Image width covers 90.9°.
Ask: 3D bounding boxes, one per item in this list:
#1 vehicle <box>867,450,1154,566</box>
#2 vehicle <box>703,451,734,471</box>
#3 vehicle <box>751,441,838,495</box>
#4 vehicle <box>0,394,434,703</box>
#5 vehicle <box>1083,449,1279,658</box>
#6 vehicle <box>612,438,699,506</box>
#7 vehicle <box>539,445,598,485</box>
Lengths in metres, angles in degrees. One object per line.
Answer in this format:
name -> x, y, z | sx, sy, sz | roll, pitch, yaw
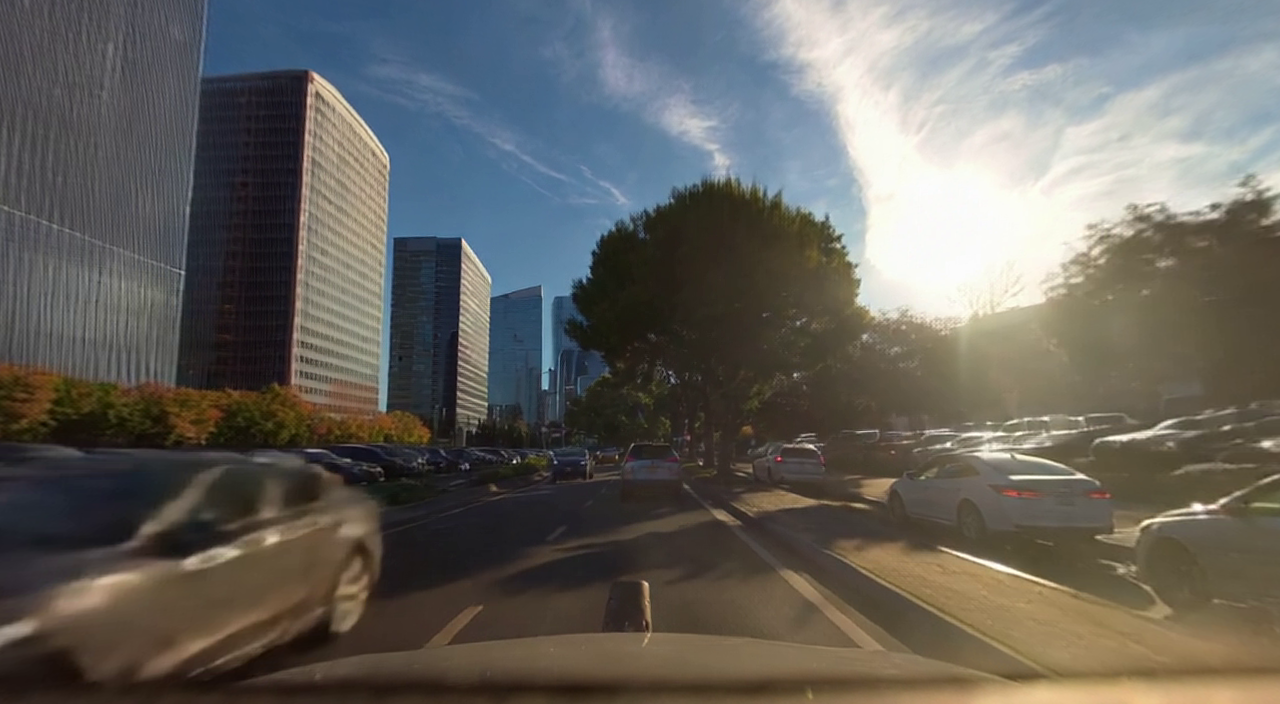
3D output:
vehicle -> 5.687, 2.396, 10.634 | 1.852, 1.452, 4.852 | 0, -9, -1
vehicle -> 6.145, 8.595, 49.853 | 1.885, 1.467, 4.546 | 0, -9, 0
vehicle -> 5.674, 4.313, 23.850 | 2.059, 1.813, 4.637 | 0, -9, -1
vehicle -> -2.820, 1.139, 3.406 | 1.979, 1.534, 4.076 | 0, -9, 1
vehicle -> 5.508, 1.395, 4.151 | 1.809, 1.478, 4.623 | 0, -9, 0
vehicle -> 0.407, 3.242, 17.419 | 2.105, 1.653, 3.887 | 0, -9, 1
vehicle -> -3.296, 5.290, 29.926 | 2.167, 1.717, 4.448 | 0, -9, 1
